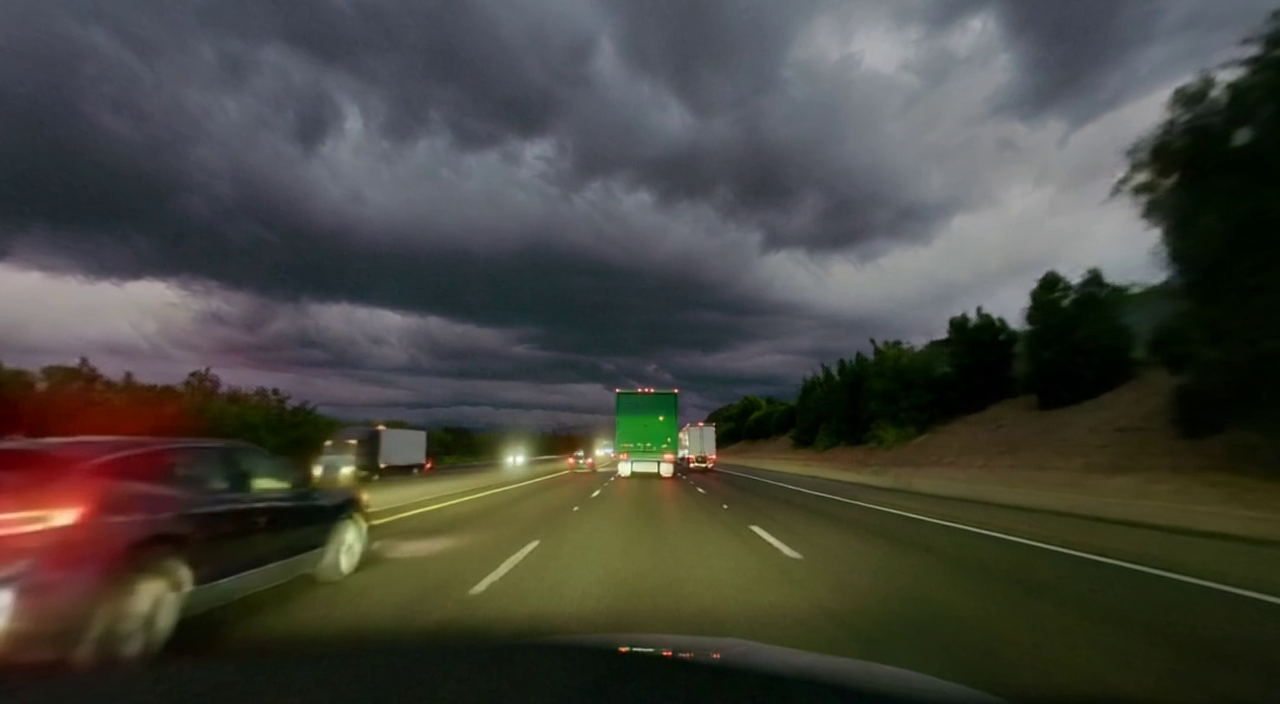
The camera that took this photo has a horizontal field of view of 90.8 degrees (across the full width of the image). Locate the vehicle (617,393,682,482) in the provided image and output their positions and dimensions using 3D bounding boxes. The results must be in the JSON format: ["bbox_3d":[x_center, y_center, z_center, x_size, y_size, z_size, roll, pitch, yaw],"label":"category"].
[{"bbox_3d":[0.391,4.753,34.299,2.932,4.042,11.054,0,-9,0],"label":"vehicle"}]

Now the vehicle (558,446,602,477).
[{"bbox_3d":[-3.418,6.354,36.872,2.173,1.657,4.401,0,-9,-1],"label":"vehicle"}]

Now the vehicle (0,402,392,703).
[{"bbox_3d":[-3.736,1.293,4.732,2.050,1.517,3.996,0,-9,1],"label":"vehicle"}]
